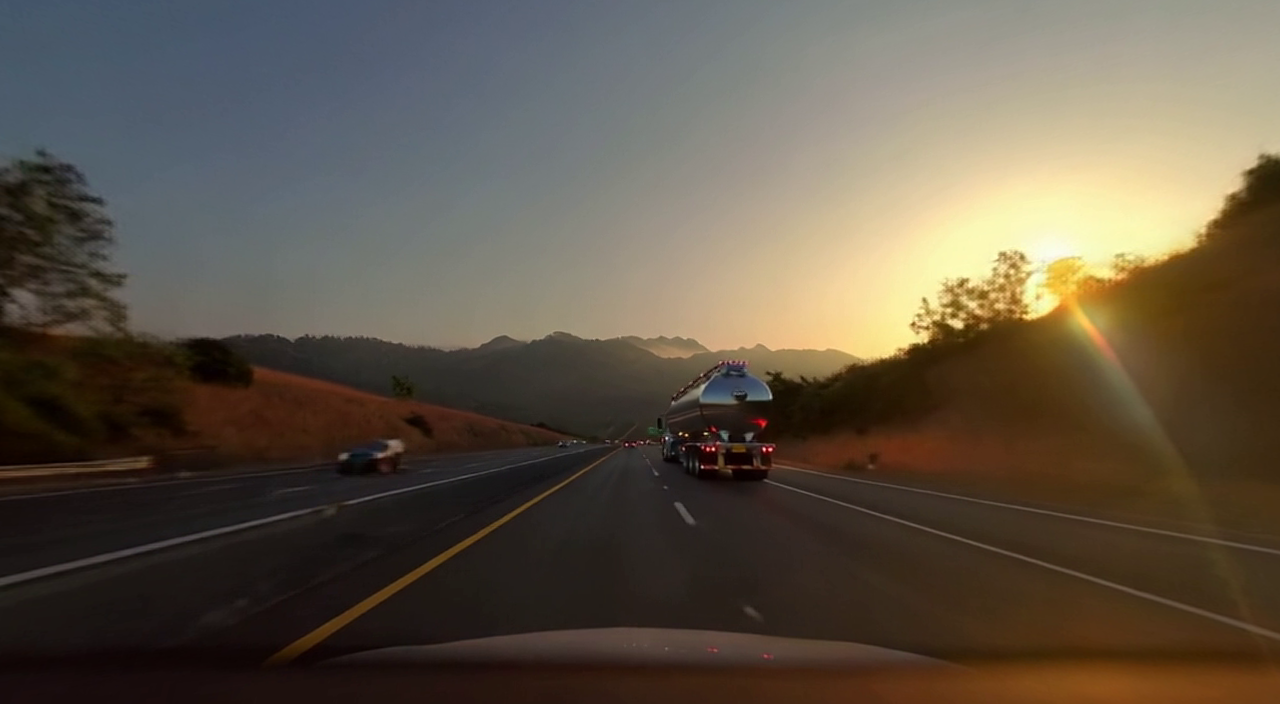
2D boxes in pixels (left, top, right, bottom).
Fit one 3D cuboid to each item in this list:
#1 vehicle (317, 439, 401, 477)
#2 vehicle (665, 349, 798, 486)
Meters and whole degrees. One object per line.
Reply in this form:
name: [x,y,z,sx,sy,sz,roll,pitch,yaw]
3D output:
vehicle: [-12.093,4.550,27.350,1.847,1.529,3.821,0,-8,0]
vehicle: [2.708,2.556,22.916,2.946,3.745,11.516,0,-8,-1]
